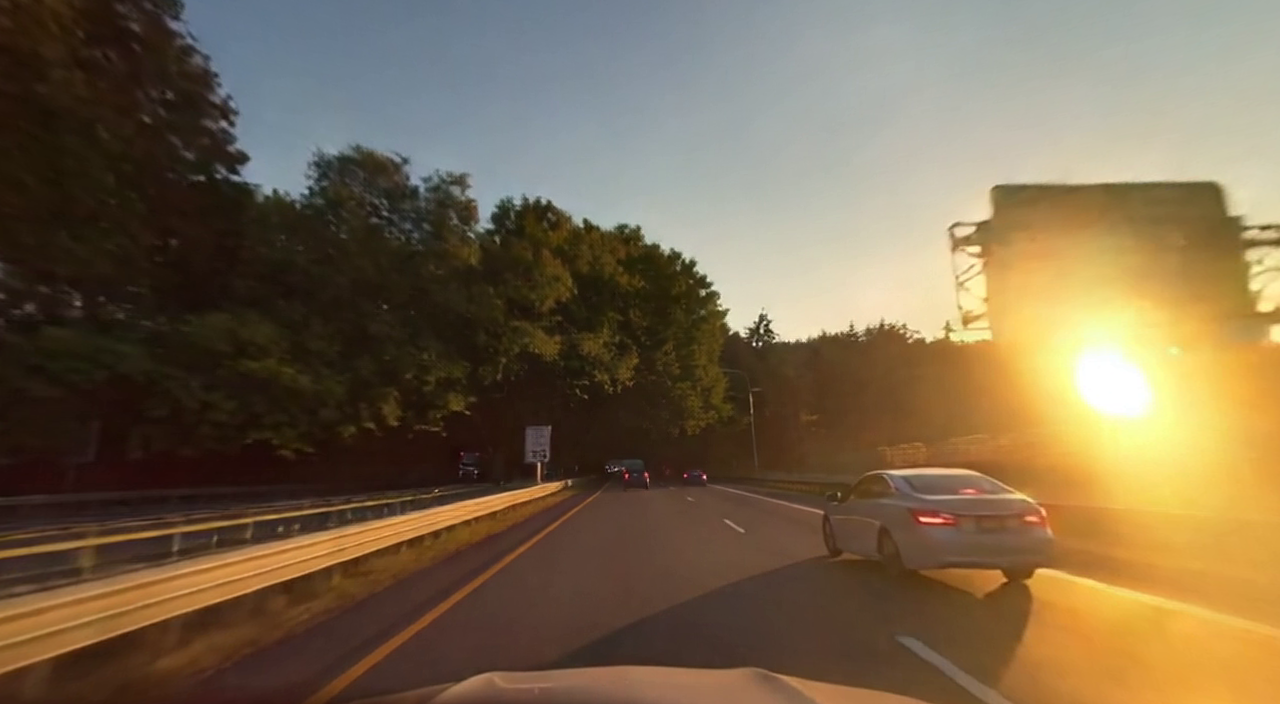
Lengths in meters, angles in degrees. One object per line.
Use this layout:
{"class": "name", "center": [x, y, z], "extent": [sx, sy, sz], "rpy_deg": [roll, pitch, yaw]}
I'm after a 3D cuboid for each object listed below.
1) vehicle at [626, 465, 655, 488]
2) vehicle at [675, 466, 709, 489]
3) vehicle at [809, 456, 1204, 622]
{"class": "vehicle", "center": [0.041, 8.797, 44.662], "extent": [1.980, 1.483, 3.865], "rpy_deg": [1, -11, 0]}
{"class": "vehicle", "center": [3.615, 8.754, 44.099], "extent": [1.976, 1.467, 3.783], "rpy_deg": [1, -11, -1]}
{"class": "vehicle", "center": [3.908, 2.115, 8.081], "extent": [2.018, 1.426, 4.941], "rpy_deg": [1, -11, -1]}
